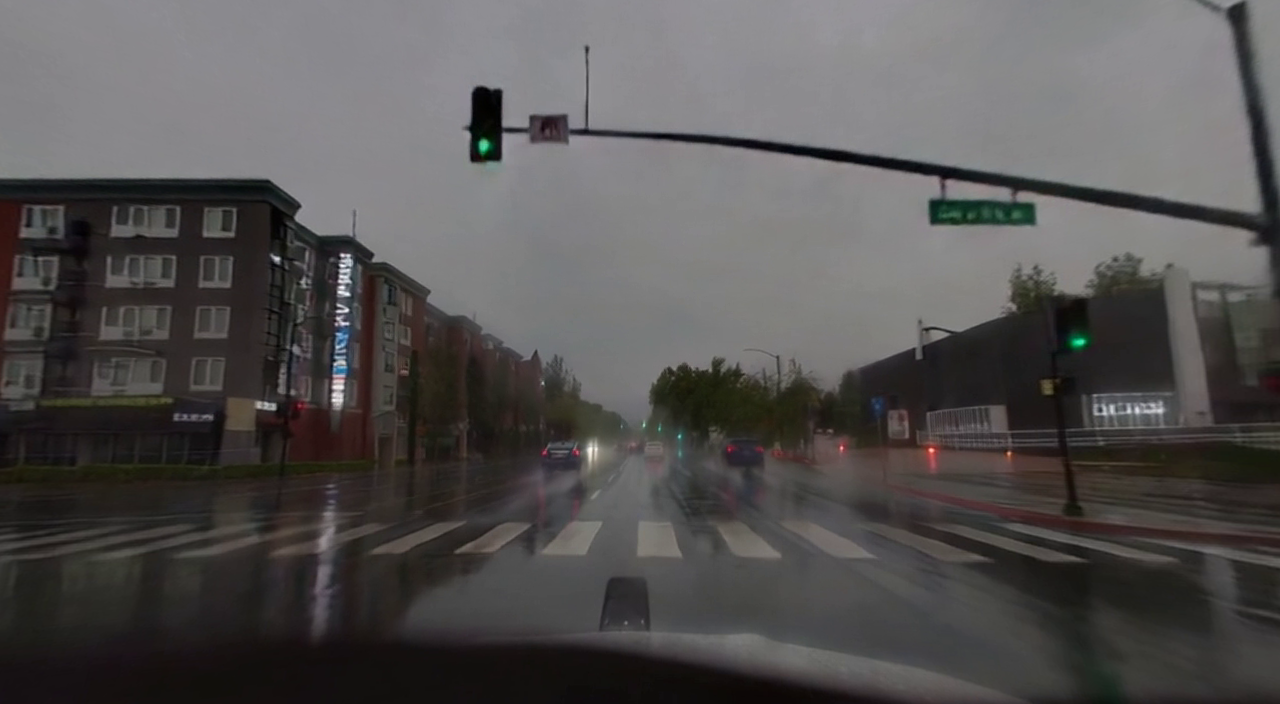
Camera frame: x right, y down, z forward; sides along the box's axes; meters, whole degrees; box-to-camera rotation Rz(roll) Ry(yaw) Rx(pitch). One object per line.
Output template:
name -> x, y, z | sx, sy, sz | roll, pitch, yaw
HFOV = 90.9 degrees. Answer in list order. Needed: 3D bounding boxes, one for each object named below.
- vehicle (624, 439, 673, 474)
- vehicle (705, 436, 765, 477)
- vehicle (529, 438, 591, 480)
vehicle -> 0.357, 4.856, 29.513 | 2.103, 1.468, 4.094 | 0, -8, 0
vehicle -> 4.118, 4.576, 27.866 | 1.987, 1.637, 3.896 | 0, -8, -1
vehicle -> -3.038, 4.169, 24.811 | 1.860, 1.510, 4.073 | 0, -8, 1
